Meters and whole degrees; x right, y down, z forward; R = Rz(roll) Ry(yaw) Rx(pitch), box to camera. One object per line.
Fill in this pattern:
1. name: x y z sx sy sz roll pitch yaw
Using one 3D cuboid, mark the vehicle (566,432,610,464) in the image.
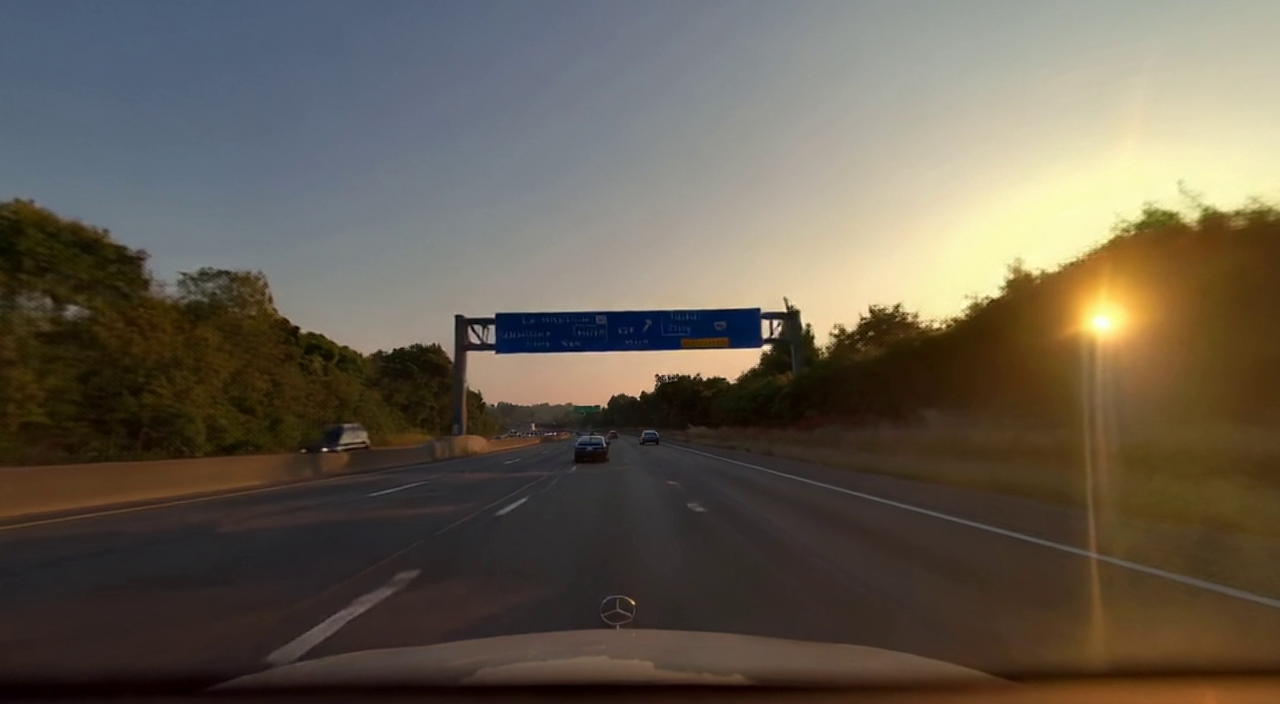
1. vehicle: -2.547 4.783 31.686 2.000 1.491 3.913 0 -8 -1
